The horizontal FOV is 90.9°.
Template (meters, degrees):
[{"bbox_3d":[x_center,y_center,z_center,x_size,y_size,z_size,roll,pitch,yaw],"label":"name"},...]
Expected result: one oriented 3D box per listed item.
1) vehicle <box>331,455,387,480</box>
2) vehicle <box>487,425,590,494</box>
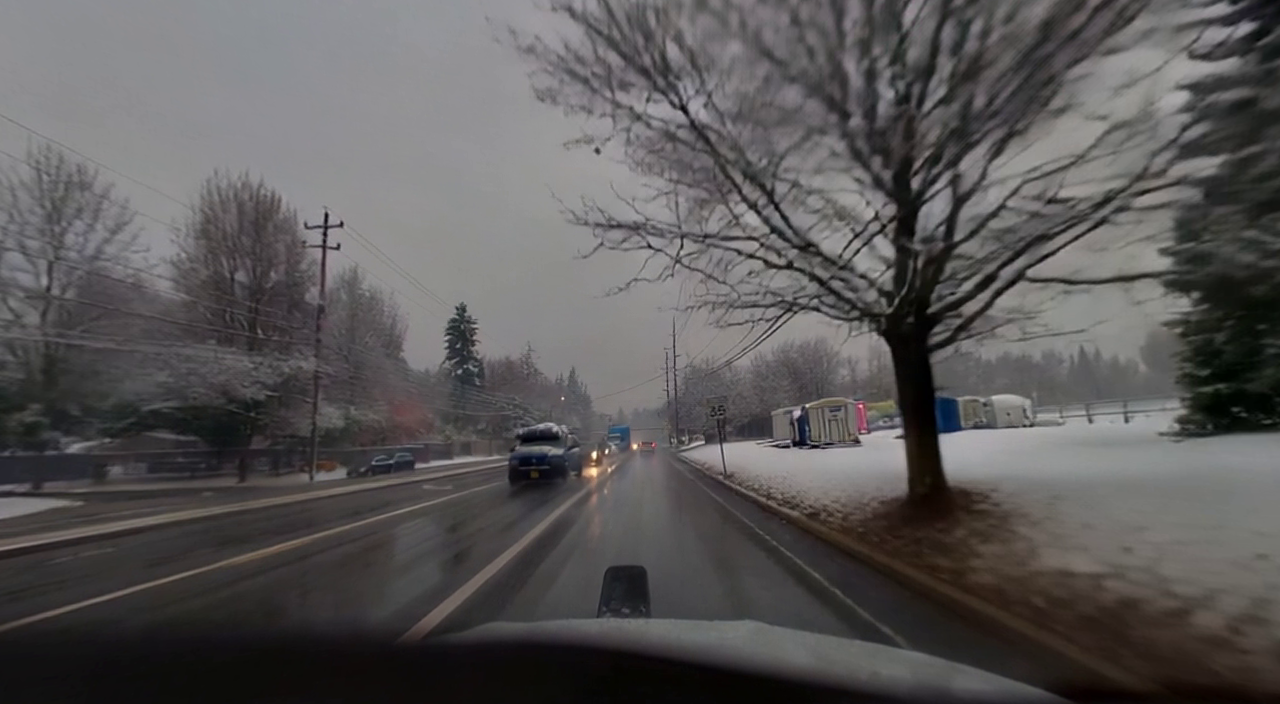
[{"bbox_3d":[-19.617,8.056,44.205,2.099,1.449,4.749,1,-8,-5],"label":"vehicle"},{"bbox_3d":[-2.915,3.239,19.361,2.180,1.818,5.117,0,-8,2],"label":"vehicle"}]
